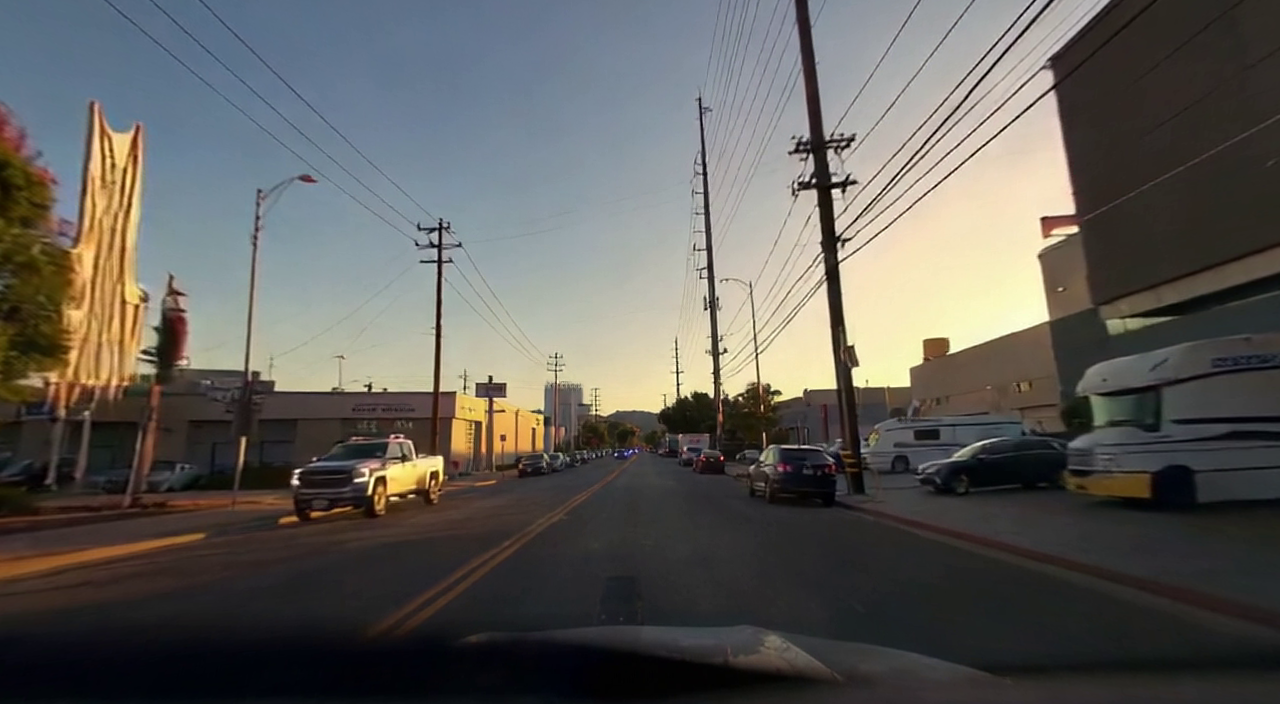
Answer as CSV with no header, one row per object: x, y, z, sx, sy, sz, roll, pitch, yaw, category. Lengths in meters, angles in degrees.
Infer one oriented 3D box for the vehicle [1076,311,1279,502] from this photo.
15.838,1.271,13.943,10.102,3.776,2.913,0,-9,-1,vehicle

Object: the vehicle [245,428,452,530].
-7.578,3.352,17.646,2.692,2.152,6.686,-2,-8,-1,vehicle

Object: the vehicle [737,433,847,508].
4.284,3.425,18.680,2.087,1.892,4.579,0,-9,0,vehicle

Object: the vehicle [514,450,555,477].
-7.524,8.009,45.517,2.194,1.775,4.482,0,-9,-1,vehicle

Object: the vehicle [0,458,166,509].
-19.543,4.534,22.285,1.935,1.491,4.932,0,-9,-2,vehicle

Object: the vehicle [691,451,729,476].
4.501,7.212,41.066,1.919,1.453,4.425,0,-9,0,vehicle

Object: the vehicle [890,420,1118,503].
9.745,2.955,17.257,4.825,1.878,2.050,-3,-9,0,vehicle
